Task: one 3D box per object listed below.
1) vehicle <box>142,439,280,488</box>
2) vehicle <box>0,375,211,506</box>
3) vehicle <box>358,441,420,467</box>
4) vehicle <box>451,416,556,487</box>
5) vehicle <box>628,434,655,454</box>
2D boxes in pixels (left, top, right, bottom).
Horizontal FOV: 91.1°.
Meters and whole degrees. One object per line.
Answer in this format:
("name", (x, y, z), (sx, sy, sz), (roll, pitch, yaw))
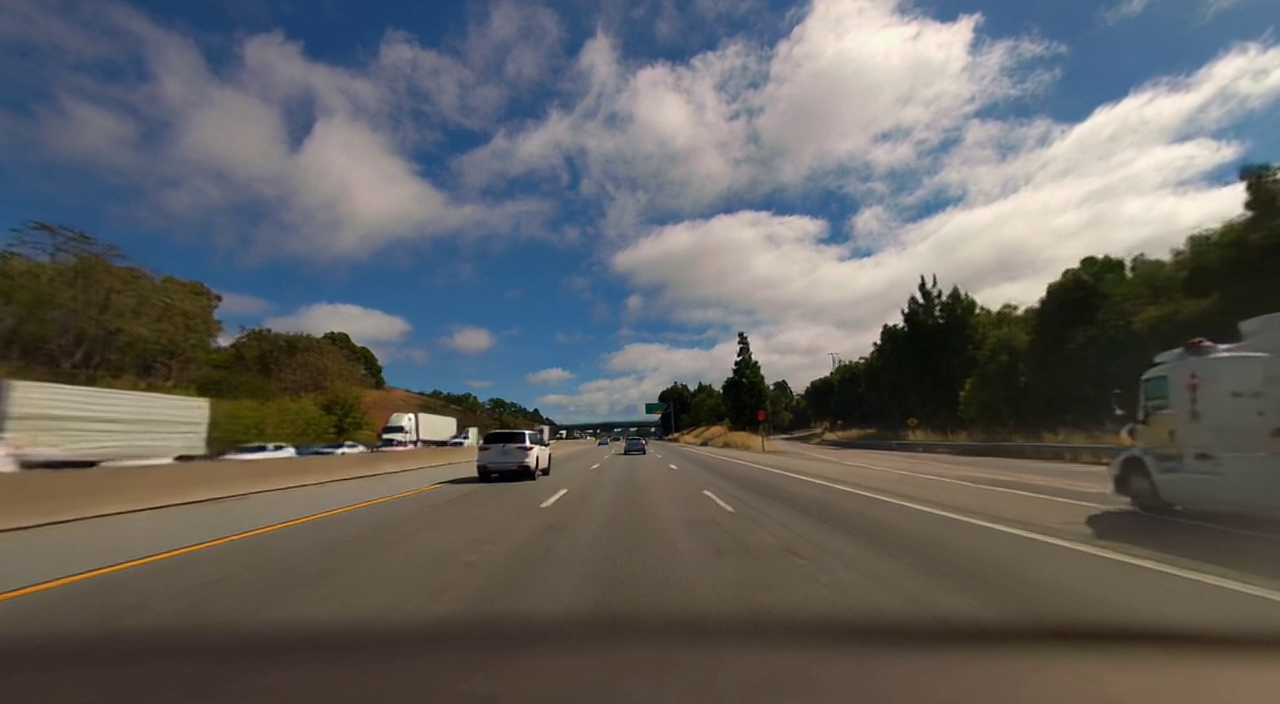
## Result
("vehicle", (-16.108, 4.169, 23.989), (2.010, 1.631, 4.625), (0, -8, 0))
("vehicle", (-19.354, 2.910, 20.656), (3.025, 3.610, 10.687), (0, -8, 0))
("vehicle", (-15.777, 6.406, 39.816), (2.020, 1.514, 4.549), (0, -8, 1))
("vehicle", (-3.947, 2.972, 19.154), (2.115, 1.887, 4.721), (0, -8, 0))
("vehicle", (0.063, 7.236, 49.549), (2.051, 1.528, 4.265), (0, -8, -1))
